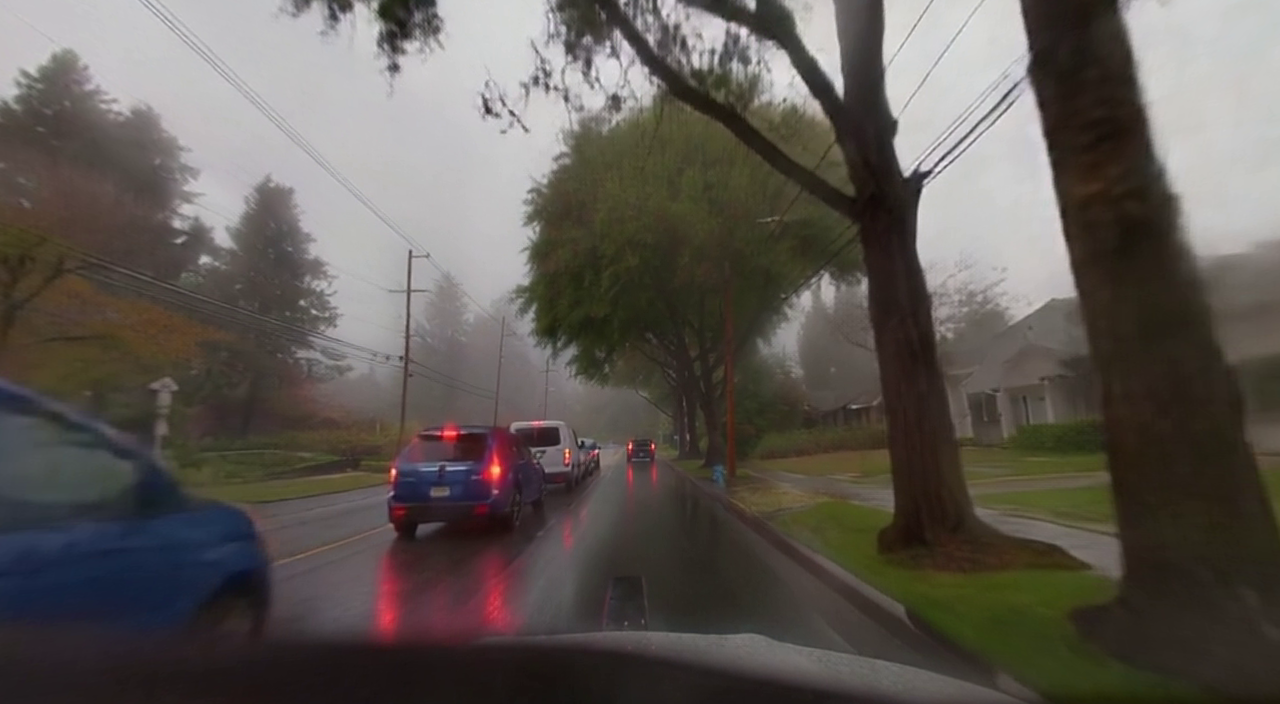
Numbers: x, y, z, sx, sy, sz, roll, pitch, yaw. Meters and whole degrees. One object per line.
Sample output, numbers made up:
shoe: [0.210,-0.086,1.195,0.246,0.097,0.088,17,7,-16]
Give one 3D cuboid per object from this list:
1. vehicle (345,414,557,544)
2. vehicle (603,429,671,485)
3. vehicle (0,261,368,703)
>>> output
vehicle: [-2.804,2.016,10.590,2.105,1.709,4.251,0,-9,2]
vehicle: [-0.088,3.587,21.695,2.120,1.718,3.909,0,-9,0]
vehicle: [-2.646,0.638,1.317,2.157,1.765,4.303,0,-9,1]
